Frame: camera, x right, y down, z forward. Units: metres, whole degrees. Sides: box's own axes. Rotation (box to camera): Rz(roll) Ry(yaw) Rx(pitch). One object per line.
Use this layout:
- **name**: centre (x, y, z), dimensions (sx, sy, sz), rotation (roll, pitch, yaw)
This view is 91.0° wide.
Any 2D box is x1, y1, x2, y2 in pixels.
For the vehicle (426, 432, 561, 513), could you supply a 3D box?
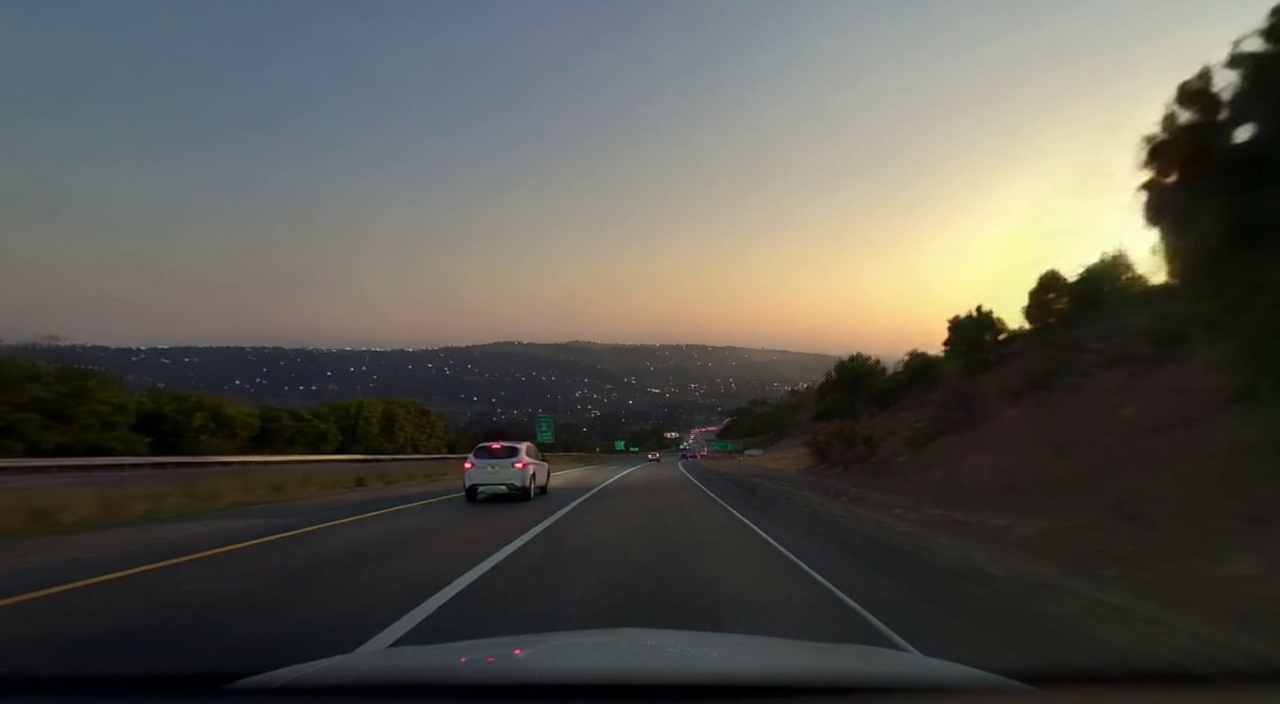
- **vehicle**: centre (-3.570, 3.059, 16.466), dimensions (2.193, 1.771, 4.757), rotation (0, -9, 2)
